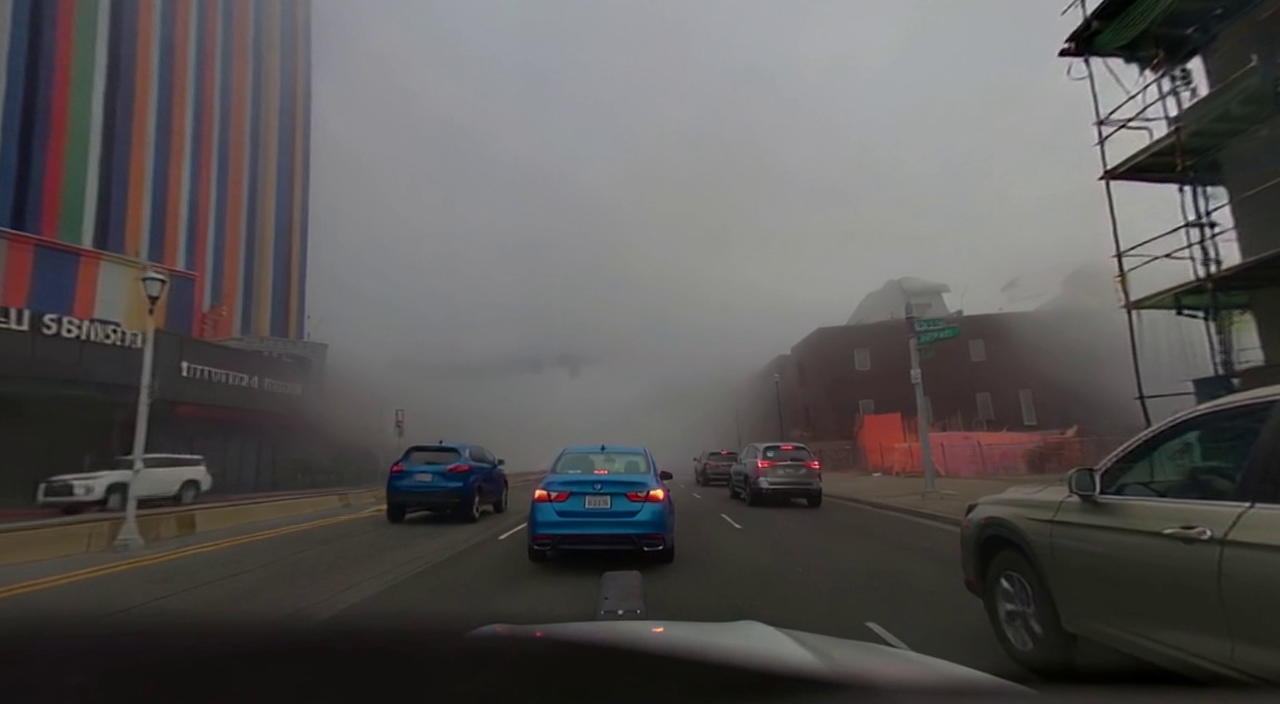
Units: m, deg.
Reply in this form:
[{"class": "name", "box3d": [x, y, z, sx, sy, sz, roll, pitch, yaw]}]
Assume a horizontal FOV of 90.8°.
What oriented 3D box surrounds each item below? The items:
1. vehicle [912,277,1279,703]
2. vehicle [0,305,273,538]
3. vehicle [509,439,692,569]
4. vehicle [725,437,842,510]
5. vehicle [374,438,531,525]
[{"class": "vehicle", "box3d": [3.429, 0.784, 2.761, 2.182, 1.954, 5.341, 0, -9, 1]}, {"class": "vehicle", "box3d": [-9.116, 1.310, 11.469, 2.592, 3.548, 3.414, -2, -9, 3]}, {"class": "vehicle", "box3d": [-0.432, 2.092, 9.524, 2.131, 1.496, 4.193, 0, -8, 1]}, {"class": "vehicle", "box3d": [3.956, 3.430, 18.385, 2.185, 1.797, 4.934, 0, -9, -1]}, {"class": "vehicle", "box3d": [-4.089, 2.885, 14.707, 2.201, 1.691, 4.305, 0, -9, 2]}]
